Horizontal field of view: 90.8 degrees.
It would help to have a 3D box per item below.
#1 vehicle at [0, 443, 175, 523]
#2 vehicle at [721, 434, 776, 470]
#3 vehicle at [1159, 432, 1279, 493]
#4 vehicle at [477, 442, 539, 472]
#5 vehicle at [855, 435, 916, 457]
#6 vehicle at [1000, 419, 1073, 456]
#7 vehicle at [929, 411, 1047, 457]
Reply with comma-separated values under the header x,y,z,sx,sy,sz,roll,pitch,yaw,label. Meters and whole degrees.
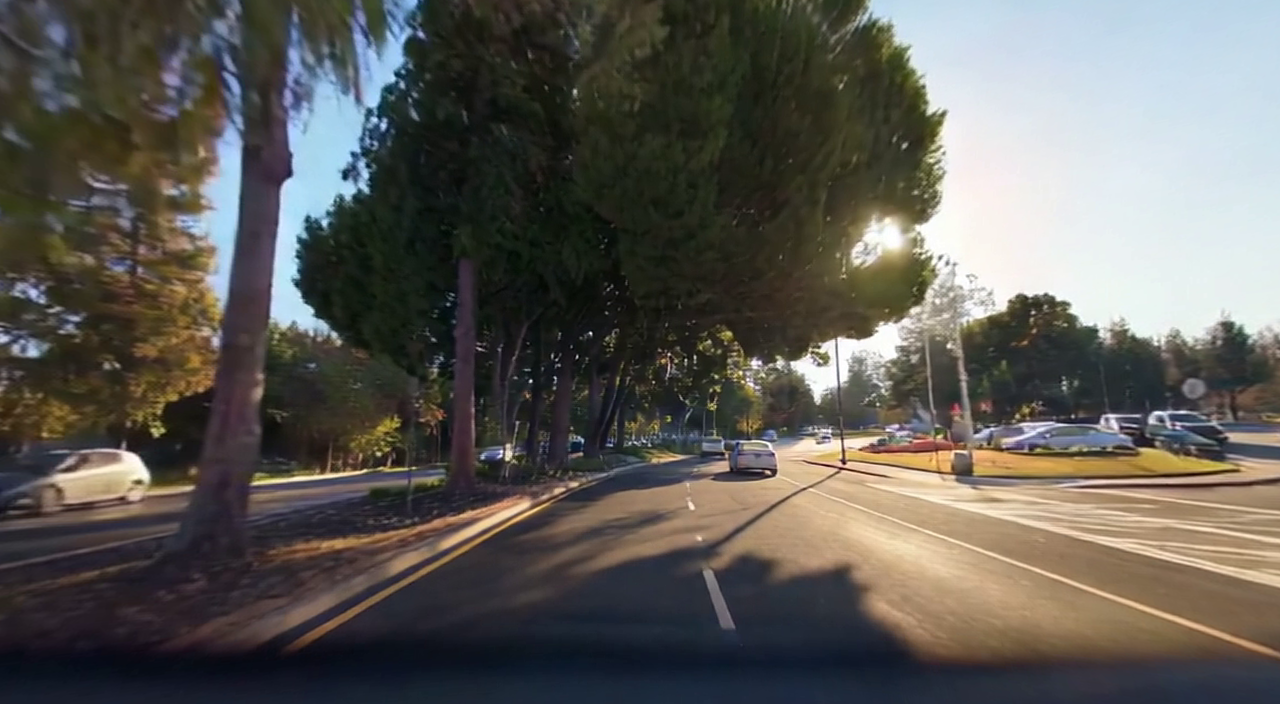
x,y,z,sx,sy,sz,roll,pitch,yaw,label
-14.316,3.212,16.013,1.778,1.647,4.072,-4,-8,5,vehicle
4.775,4.494,28.539,2.132,1.497,4.827,-1,-8,6,vehicle
17.572,3.033,17.500,4.512,1.561,1.846,-7,-10,28,vehicle
-7.023,5.626,34.114,1.961,1.468,4.396,-1,-8,7,vehicle
16.786,6.444,43.217,3.655,1.464,1.759,-5,-10,28,vehicle
21.847,4.764,35.037,2.406,1.847,5.320,-4,-9,22,vehicle
22.141,5.300,40.487,6.303,2.740,2.215,-5,-9,28,vehicle
